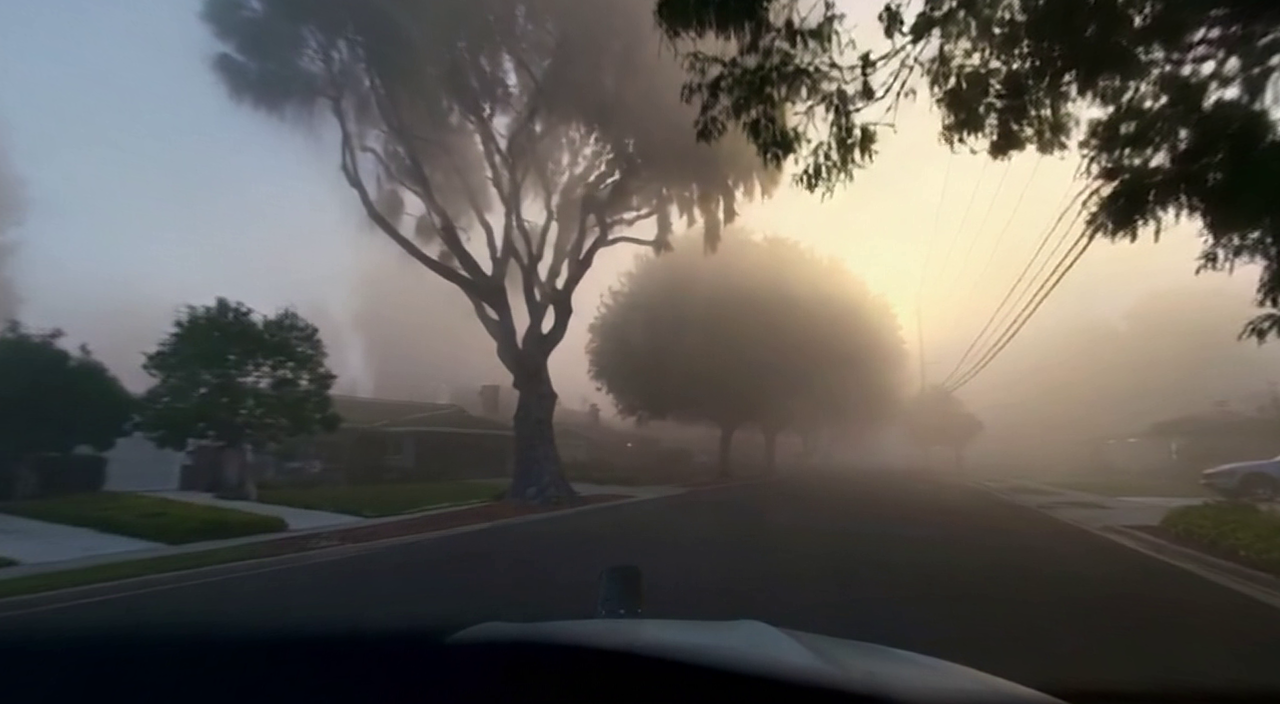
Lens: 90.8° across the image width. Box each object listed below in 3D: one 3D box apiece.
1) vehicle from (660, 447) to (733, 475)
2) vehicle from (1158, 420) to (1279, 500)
[{"bbox_3d":[4.193,8.083,47.187,5.033,1.997,2.126,-3,-9,20],"label":"vehicle"},{"bbox_3d":[16.840,2.656,15.595,5.693,1.886,2.235,-4,-9,23],"label":"vehicle"}]
